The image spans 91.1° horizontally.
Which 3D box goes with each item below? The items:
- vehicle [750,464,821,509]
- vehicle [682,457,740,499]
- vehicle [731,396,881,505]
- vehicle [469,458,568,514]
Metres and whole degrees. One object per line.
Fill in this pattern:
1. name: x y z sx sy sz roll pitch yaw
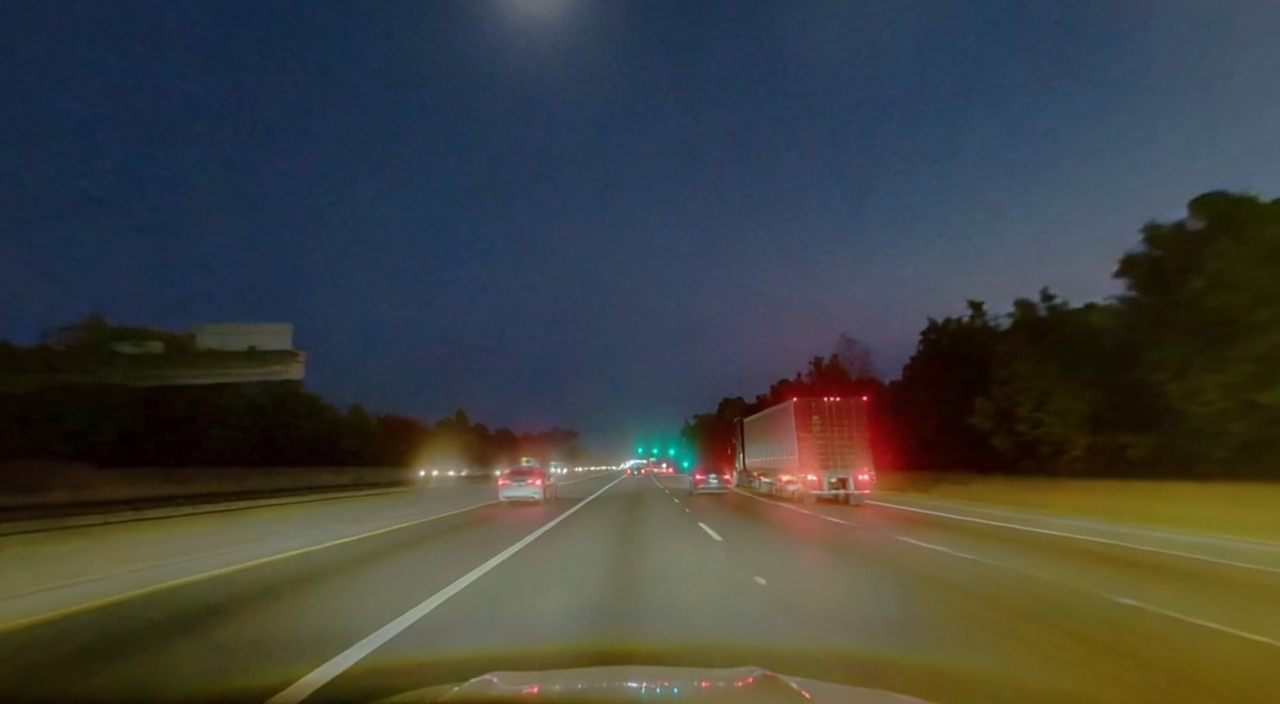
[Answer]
1. vehicle: 5.271 4.921 23.227 1.672 1.475 3.733 1 -11 -1
2. vehicle: 3.208 5.819 29.196 2.050 1.708 4.457 1 -10 -1
3. vehicle: 7.530 5.289 32.521 2.861 4.086 17.499 1 -10 -1
4. vehicle: -3.620 4.119 19.717 2.065 1.485 4.682 1 -10 1
